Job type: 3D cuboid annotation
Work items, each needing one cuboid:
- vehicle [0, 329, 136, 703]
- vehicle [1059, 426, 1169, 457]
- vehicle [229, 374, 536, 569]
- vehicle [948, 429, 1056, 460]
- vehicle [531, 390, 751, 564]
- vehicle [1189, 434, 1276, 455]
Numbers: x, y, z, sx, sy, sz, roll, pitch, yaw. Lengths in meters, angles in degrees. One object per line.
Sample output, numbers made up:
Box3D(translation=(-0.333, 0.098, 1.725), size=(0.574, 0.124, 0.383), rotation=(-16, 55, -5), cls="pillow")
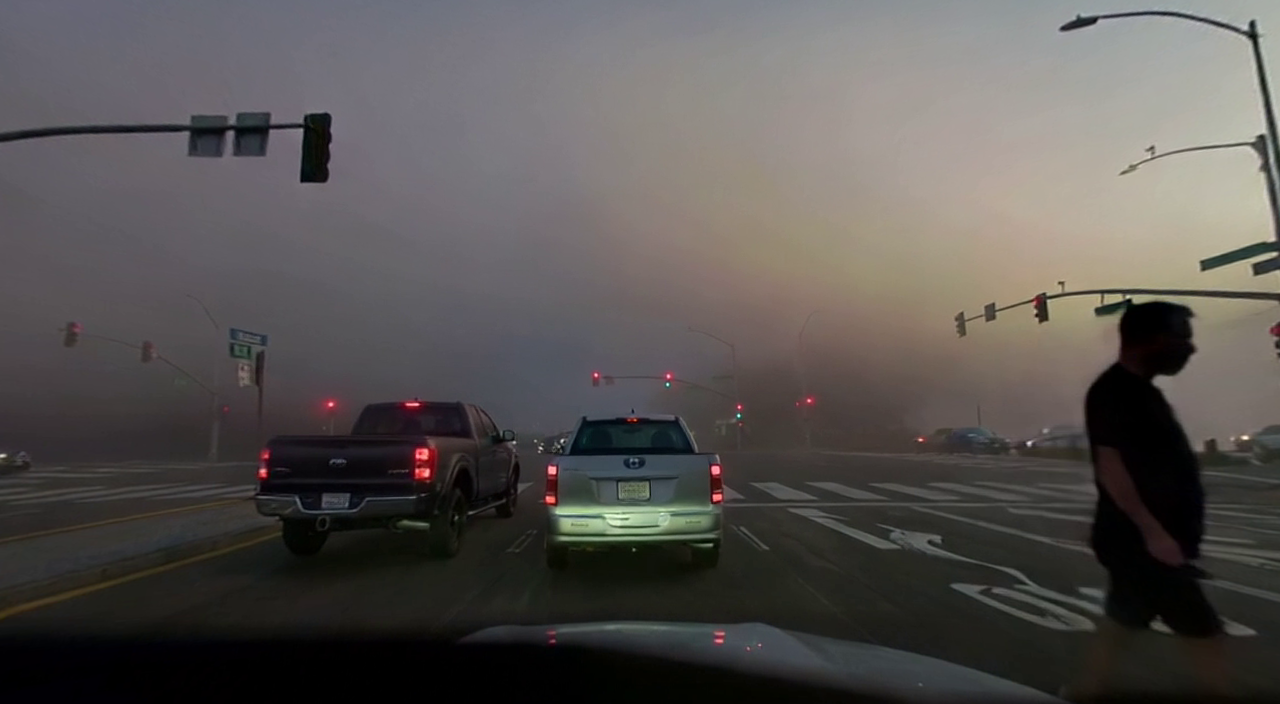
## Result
Box3D(translation=(-3.366, 0.530, 0.608), size=(2.006, 1.707, 4.448), rotation=(0, -8, 0), cls="vehicle")
Box3D(translation=(27.983, 5.320, 37.139), size=(4.849, 1.759, 2.041), rotation=(0, -8, -3), cls="vehicle")
Box3D(translation=(-2.941, 1.529, 8.698), size=(2.220, 1.926, 4.870), rotation=(0, -8, -1), cls="vehicle")
Box3D(translation=(19.362, 4.984, 33.693), size=(4.624, 1.601, 1.871), rotation=(0, -8, -3), cls="vehicle")
Box3D(translation=(-0.042, 1.600, 8.726), size=(2.204, 1.738, 4.690), rotation=(0, -8, -1), cls="vehicle")
Box3D(translation=(41.930, 6.569, 44.484), size=(4.396, 1.479, 1.778), rotation=(0, -8, -2), cls="vehicle")
